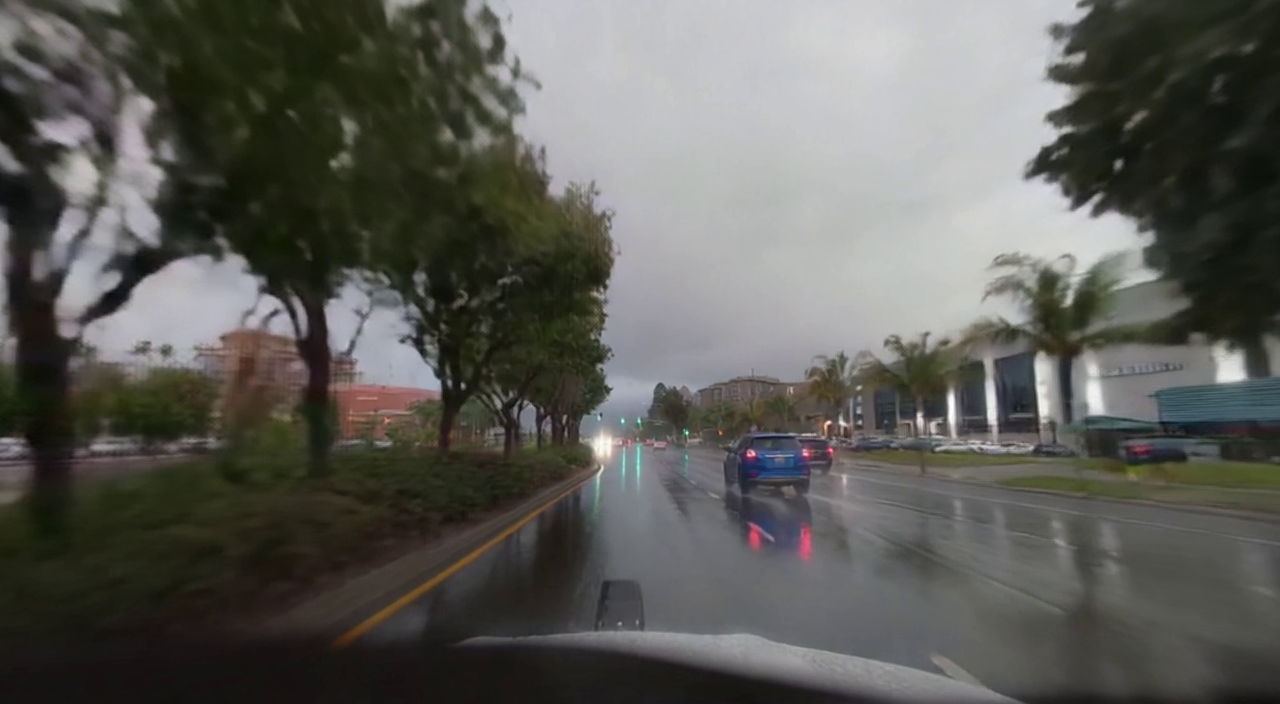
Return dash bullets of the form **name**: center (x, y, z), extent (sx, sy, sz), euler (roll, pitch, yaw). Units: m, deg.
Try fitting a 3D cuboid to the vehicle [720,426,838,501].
- **vehicle**: center (3.458, 2.855, 16.626), extent (2.072, 1.696, 4.177), euler (0, -8, -1)
